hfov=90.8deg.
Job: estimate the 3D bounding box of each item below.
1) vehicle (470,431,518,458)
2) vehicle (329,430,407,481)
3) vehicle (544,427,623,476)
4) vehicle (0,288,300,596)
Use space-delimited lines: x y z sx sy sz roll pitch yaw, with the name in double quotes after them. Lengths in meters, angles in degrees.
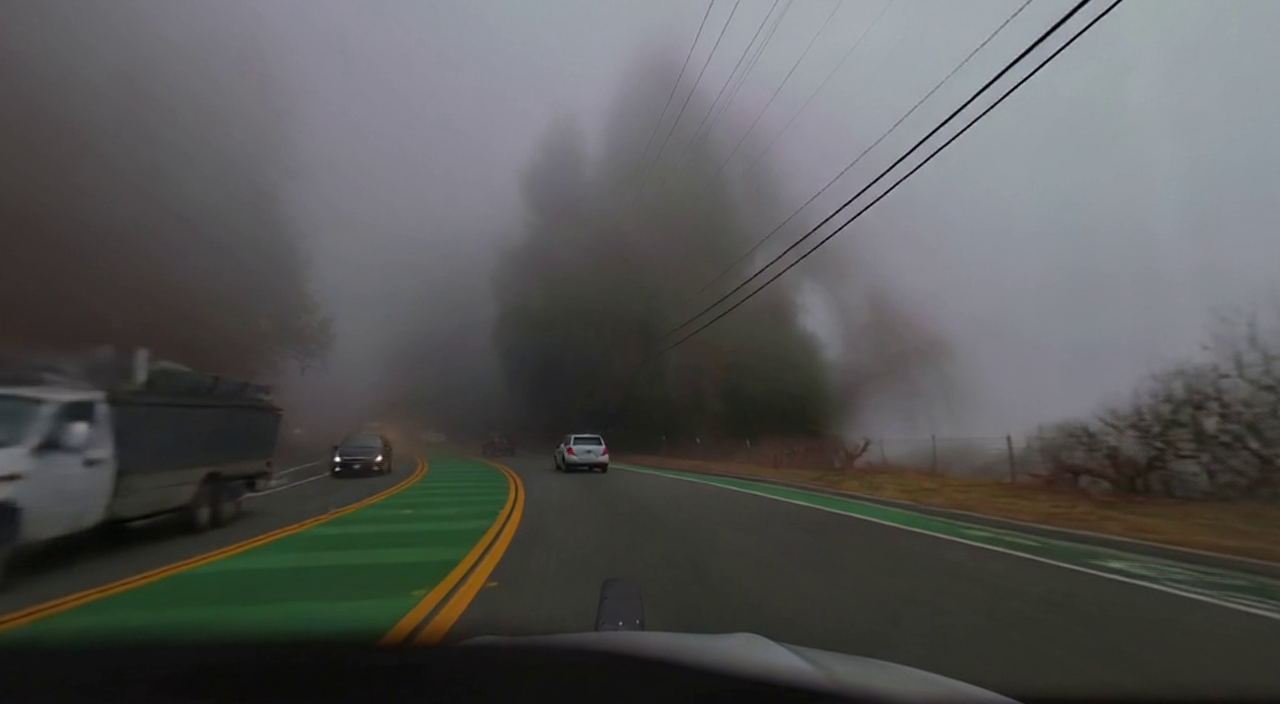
-10.035 6.314 43.085 2.075 1.699 4.520 4 -10 -27 "vehicle"
-10.017 3.830 23.591 2.000 1.683 4.115 2 -9 -14 "vehicle"
-2.414 4.016 25.578 2.140 1.767 4.720 3 -9 -18 "vehicle"
-7.608 1.308 8.947 2.413 2.872 6.823 1 -9 -7 "vehicle"
